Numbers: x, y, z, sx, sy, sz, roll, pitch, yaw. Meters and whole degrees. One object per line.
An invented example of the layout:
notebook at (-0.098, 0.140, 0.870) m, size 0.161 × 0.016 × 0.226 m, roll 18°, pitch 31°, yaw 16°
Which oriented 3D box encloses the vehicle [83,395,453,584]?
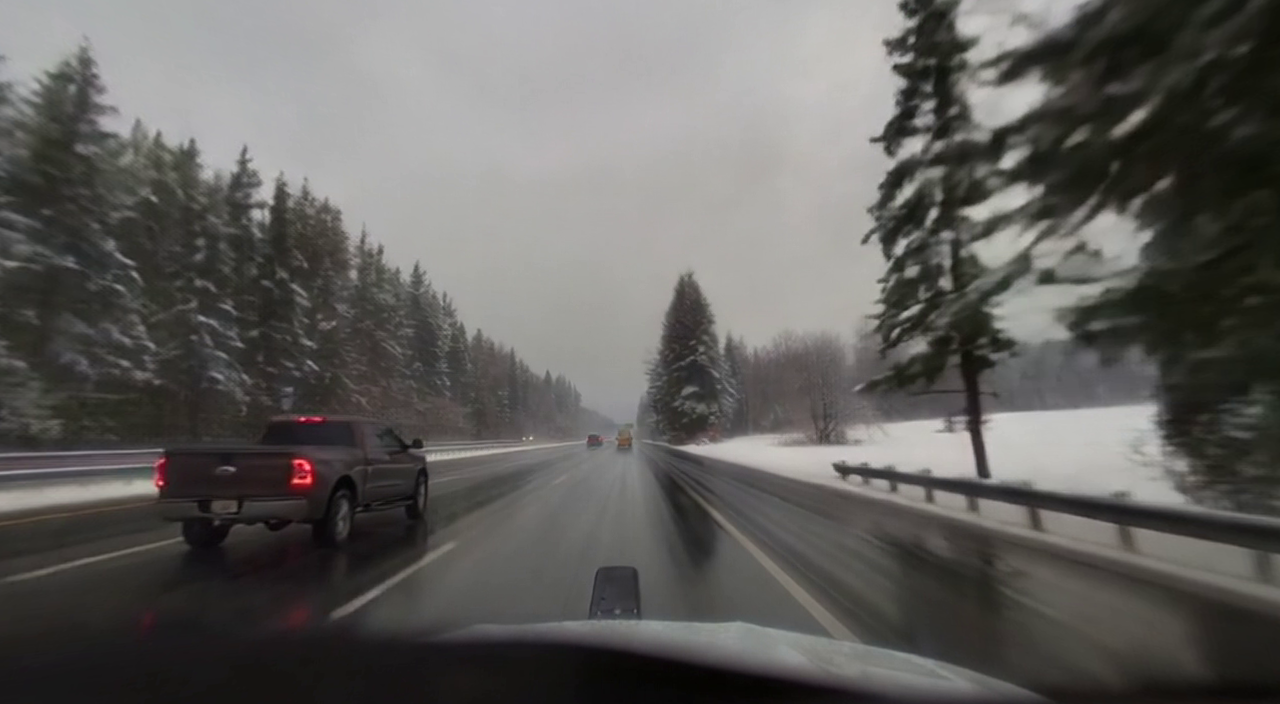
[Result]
vehicle at (-3.942, 1.498, 7.732) m, size 2.034 × 1.675 × 4.080 m, roll 0°, pitch -8°, yaw 0°
